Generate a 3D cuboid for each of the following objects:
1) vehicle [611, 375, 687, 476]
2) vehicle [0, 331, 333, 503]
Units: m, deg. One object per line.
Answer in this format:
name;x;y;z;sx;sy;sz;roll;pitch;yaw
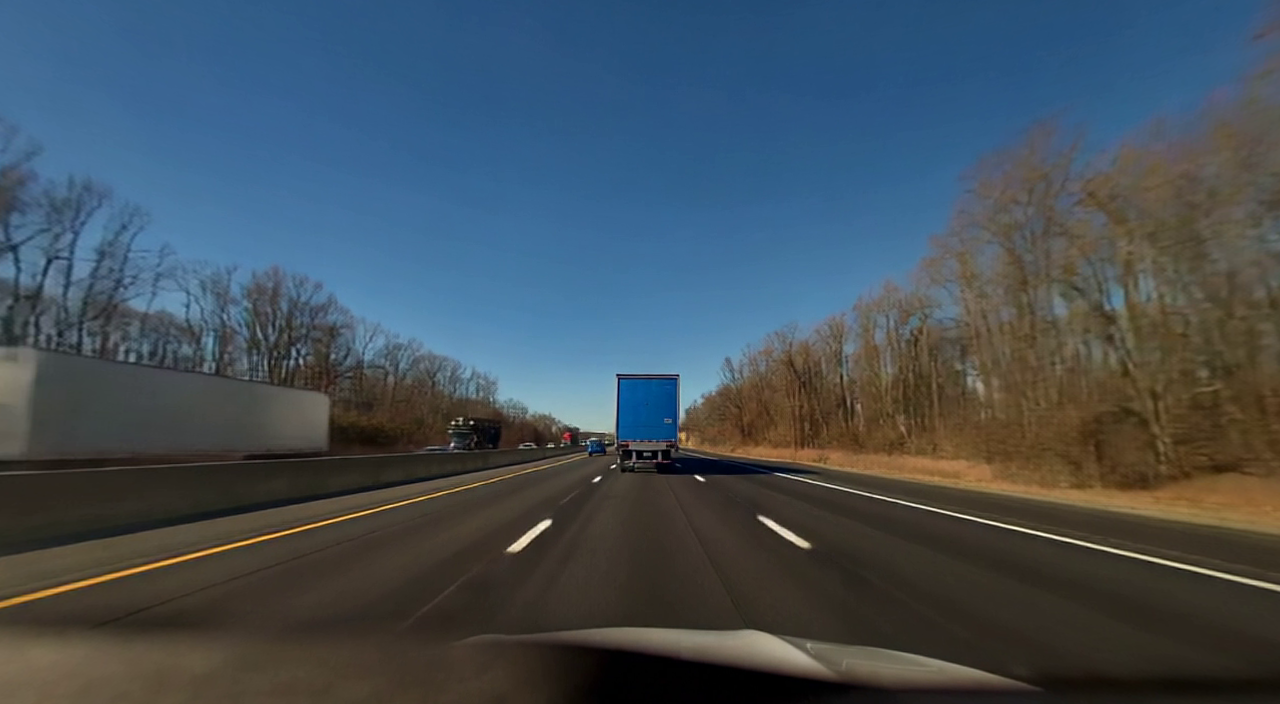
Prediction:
vehicle;0.378;3.694;30.377;3.010;4.039;10.481;0;-8;0
vehicle;-16.655;2.662;22.617;2.959;4.021;16.514;0;-8;0
